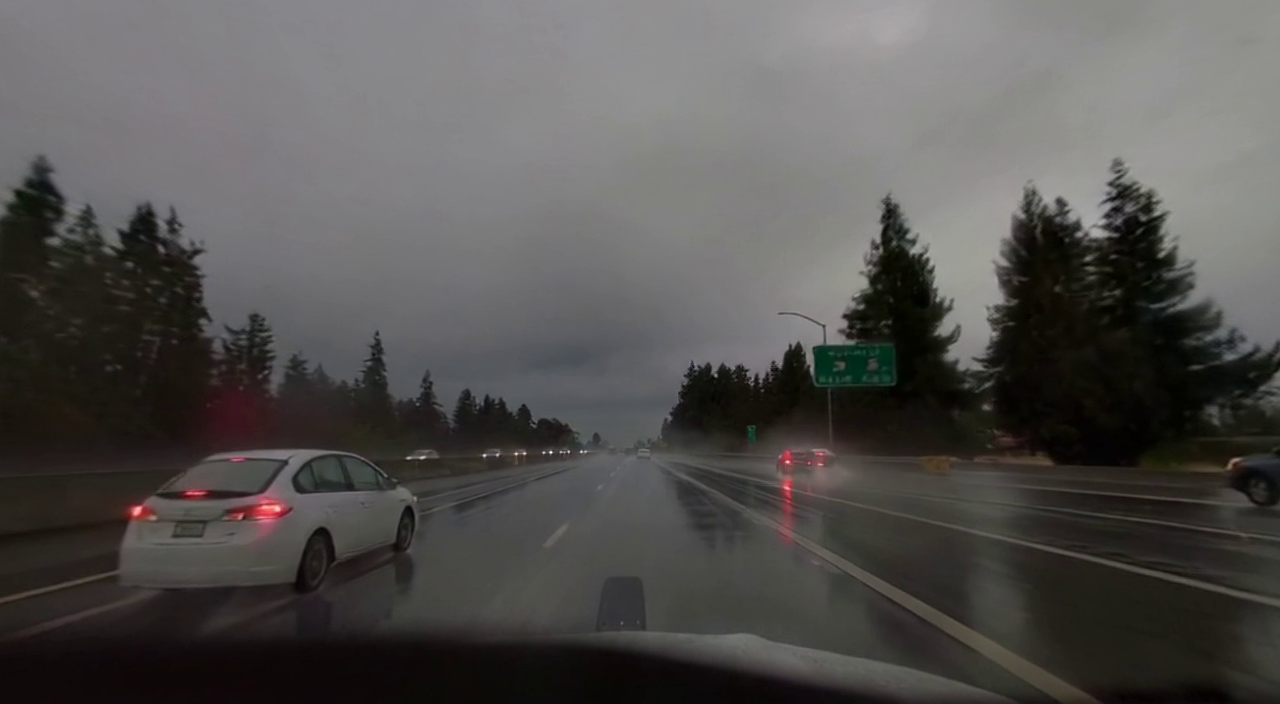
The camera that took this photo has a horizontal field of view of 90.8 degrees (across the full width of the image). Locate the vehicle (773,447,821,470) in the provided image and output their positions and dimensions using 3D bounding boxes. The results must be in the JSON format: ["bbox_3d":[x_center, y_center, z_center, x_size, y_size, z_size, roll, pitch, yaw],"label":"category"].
[{"bbox_3d":[11.496,7.835,46.542,2.076,1.563,4.396,1,-9,-5],"label":"vehicle"}]

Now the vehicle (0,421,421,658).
[{"bbox_3d":[-3.995,1.605,6.462,1.988,1.585,4.215,0,-9,0],"label":"vehicle"}]
